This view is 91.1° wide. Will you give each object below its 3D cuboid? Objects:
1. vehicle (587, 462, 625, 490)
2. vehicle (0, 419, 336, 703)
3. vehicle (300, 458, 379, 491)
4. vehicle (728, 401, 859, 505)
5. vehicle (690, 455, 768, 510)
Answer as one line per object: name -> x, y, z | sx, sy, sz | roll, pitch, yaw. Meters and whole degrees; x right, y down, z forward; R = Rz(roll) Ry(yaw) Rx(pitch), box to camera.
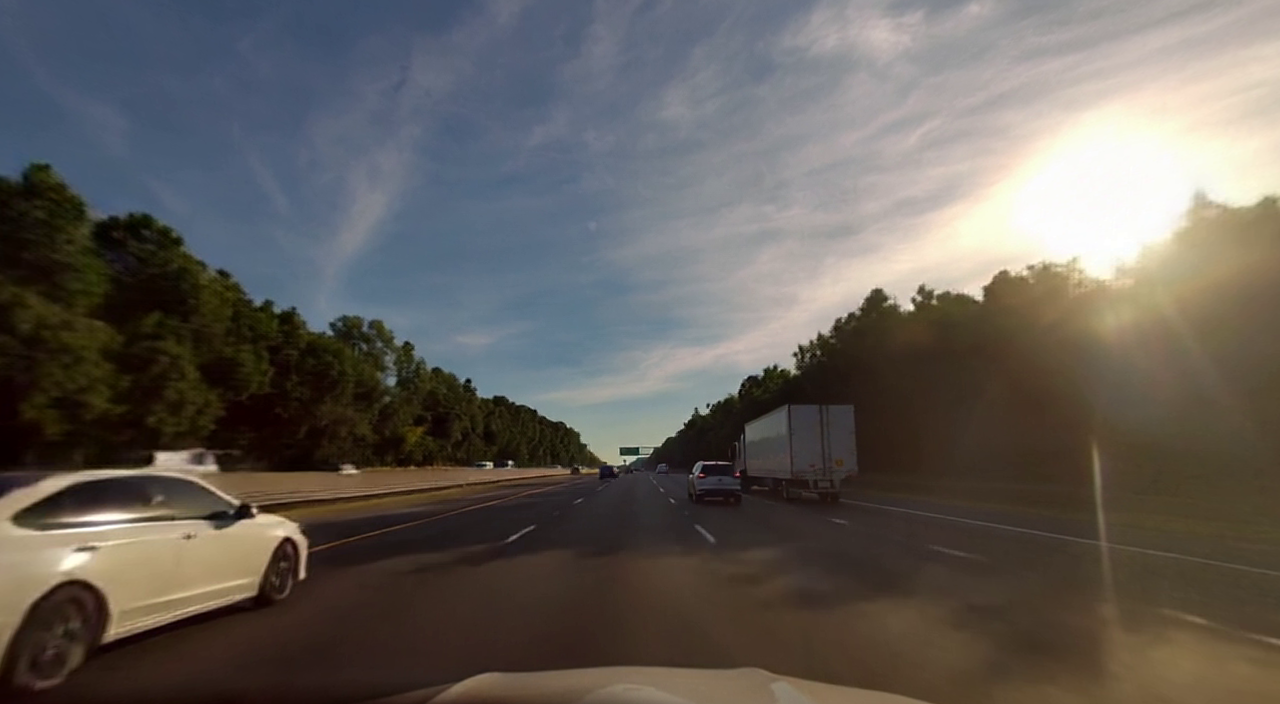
vehicle -> -1.981, 7.482, 38.094 | 2.025, 1.547, 4.150 | 1, -10, 1
vehicle -> -3.817, 1.131, 3.288 | 2.065, 1.485, 4.682 | 1, -10, 0
vehicle -> -15.234, 6.252, 32.113 | 1.941, 1.514, 4.221 | 1, -10, 0
vehicle -> 7.404, 5.554, 34.017 | 2.883, 4.151, 17.144 | 1, -10, 0
vehicle -> 3.077, 4.643, 22.654 | 2.050, 1.708, 4.457 | 1, -10, -1
